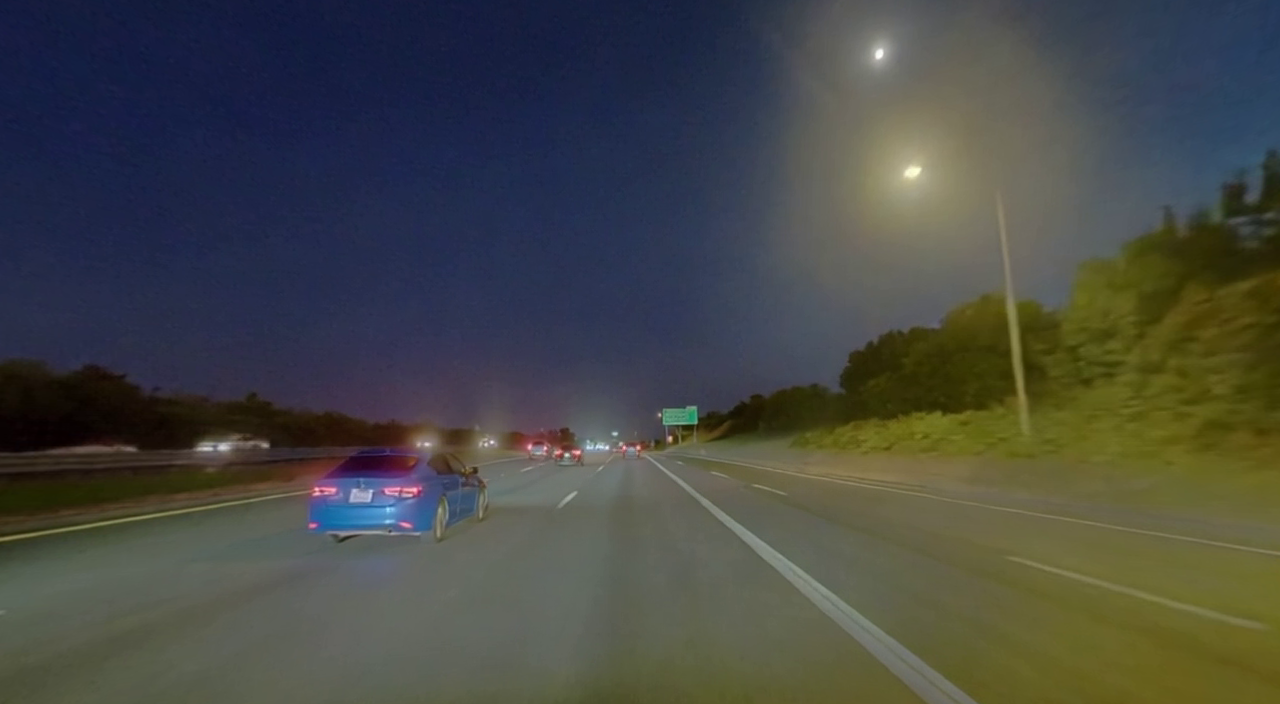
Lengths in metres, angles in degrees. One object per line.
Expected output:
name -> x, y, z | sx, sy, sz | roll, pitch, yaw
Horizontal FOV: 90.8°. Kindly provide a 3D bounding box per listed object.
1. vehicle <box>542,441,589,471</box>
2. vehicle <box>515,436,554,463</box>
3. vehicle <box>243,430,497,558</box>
vehicle -> -4.035, 5.715, 34.960 | 2.068, 1.501, 4.395 | 0, -8, -1
vehicle -> -8.001, 7.418, 48.186 | 2.171, 1.982, 5.246 | 0, -8, -1
vehicle -> -3.719, 2.021, 9.801 | 2.025, 1.506, 4.429 | 0, -8, -1
